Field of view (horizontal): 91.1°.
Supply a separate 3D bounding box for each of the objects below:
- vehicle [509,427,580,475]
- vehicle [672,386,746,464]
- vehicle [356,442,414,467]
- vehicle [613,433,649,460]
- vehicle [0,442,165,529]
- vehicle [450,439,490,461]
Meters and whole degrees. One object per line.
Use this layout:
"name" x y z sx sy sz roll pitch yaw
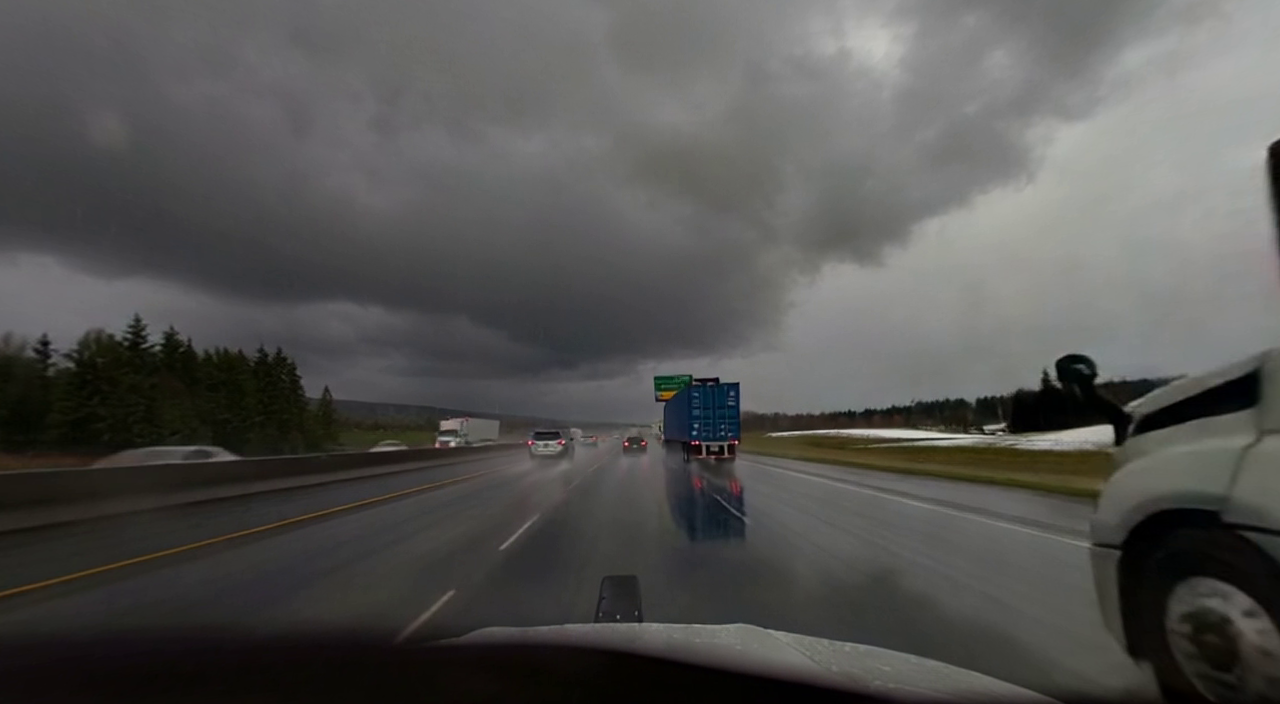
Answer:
"vehicle" -3.558 3.770 24.306 2.054 1.671 4.445 0 -8 0
"vehicle" 3.619 4.154 35.084 2.883 3.836 7.894 0 -8 -2
"vehicle" -16.239 6.528 40.254 1.863 1.501 4.305 0 -8 0
"vehicle" -0.576 5.853 39.041 2.088 1.567 4.240 0 -8 -1
"vehicle" -12.485 2.616 12.829 1.954 1.527 4.652 0 -8 -1
"vehicle" -12.498 7.192 46.410 1.871 1.495 3.907 0 -8 0
